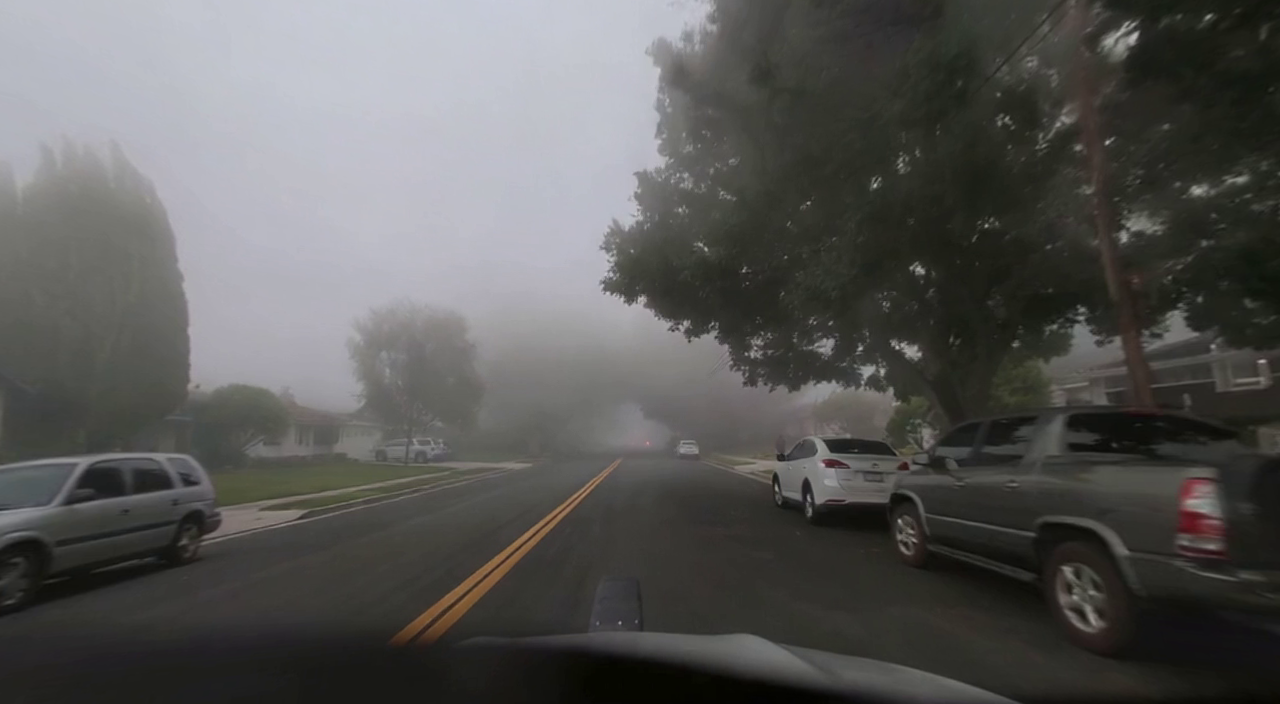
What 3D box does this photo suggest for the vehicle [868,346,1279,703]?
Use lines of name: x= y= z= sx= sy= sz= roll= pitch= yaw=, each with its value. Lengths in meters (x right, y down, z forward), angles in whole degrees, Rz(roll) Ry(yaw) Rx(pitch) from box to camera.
vehicle: x=3.923 y=1.217 z=5.082 sx=2.068 sy=1.838 sz=5.278 roll=0 pitch=-8 yaw=-1

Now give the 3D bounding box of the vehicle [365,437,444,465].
vehicle: x=-15.300 y=6.445 z=41.070 sx=4.320 sy=1.767 sz=1.951 roll=0 pitch=-9 yaw=5

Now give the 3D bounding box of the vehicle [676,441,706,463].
vehicle: x=3.941 y=7.823 z=49.439 sx=1.917 sy=1.569 sz=4.460 roll=0 pitch=-8 yaw=-1

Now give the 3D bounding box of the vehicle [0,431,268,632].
vehicle: x=-5.823 y=1.648 z=6.189 sx=1.898 sy=1.507 sz=4.009 roll=-4 pitch=-9 yaw=0
